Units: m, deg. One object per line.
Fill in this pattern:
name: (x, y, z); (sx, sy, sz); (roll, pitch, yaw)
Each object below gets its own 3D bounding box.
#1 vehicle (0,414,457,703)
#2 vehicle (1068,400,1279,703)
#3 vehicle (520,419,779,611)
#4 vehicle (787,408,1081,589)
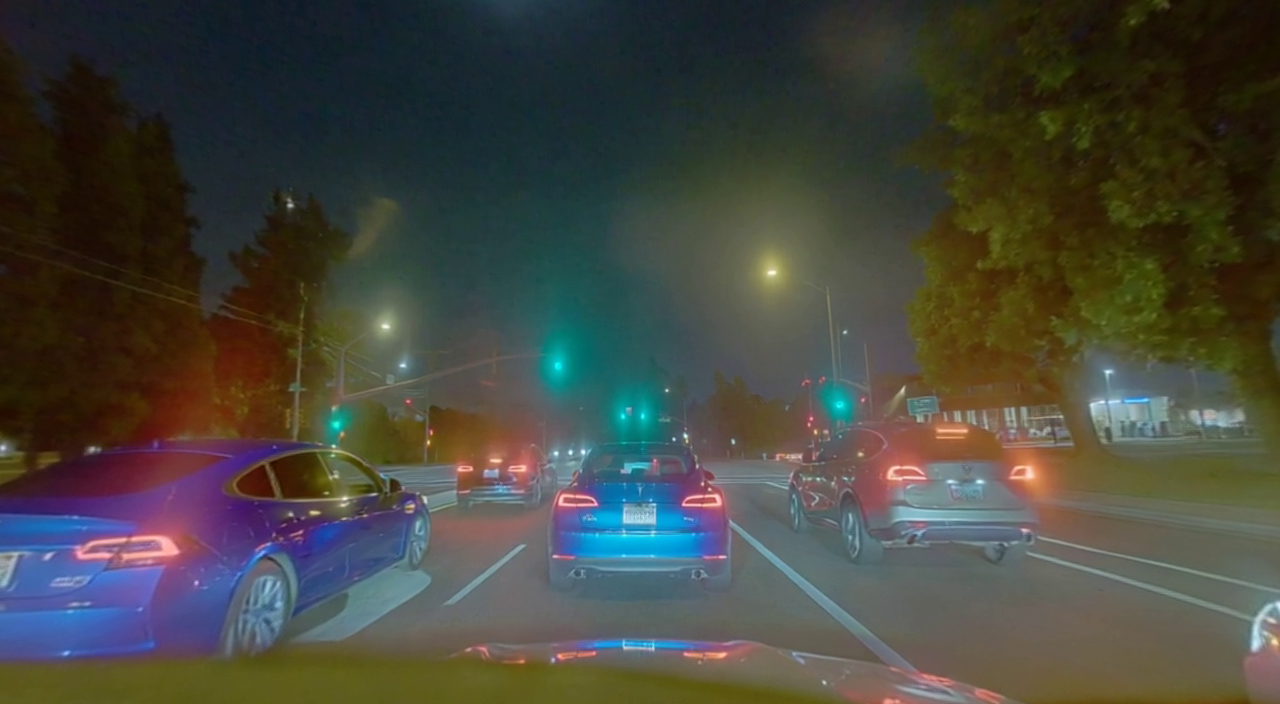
vehicle: (-3.082, 1.329, 4.792); (2.015, 1.478, 4.407); (0, -8, 0)
vehicle: (3.302, 0.750, 1.033); (1.951, 1.522, 4.614); (0, -8, 0)
vehicle: (0.051, 1.675, 7.424); (2.144, 1.563, 4.218); (0, -8, -1)
vehicle: (3.390, 1.738, 8.316); (1.938, 1.732, 4.006); (1, -8, 0)
